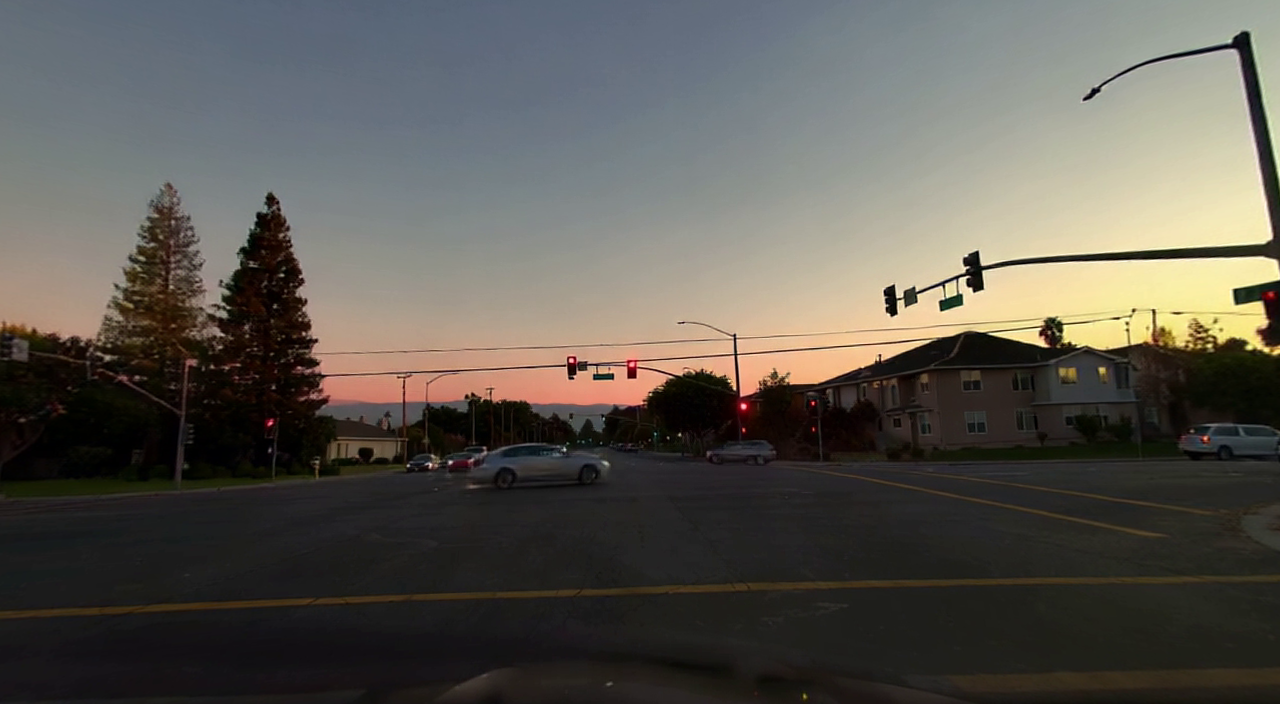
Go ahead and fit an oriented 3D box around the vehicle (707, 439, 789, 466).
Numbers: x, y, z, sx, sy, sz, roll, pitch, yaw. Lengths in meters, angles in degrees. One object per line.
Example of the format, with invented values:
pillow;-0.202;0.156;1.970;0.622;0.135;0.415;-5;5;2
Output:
vehicle;6.659;6.261;39.422;1.932;1.539;4.873;7;-12;-42

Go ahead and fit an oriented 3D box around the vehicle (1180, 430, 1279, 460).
vehicle;31.306;4.887;33.039;4.318;1.488;1.870;0;-9;-1

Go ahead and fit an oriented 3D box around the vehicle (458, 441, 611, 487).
vehicle;-3.439;3.766;21.394;4.823;1.449;2.017;0;-9;0
